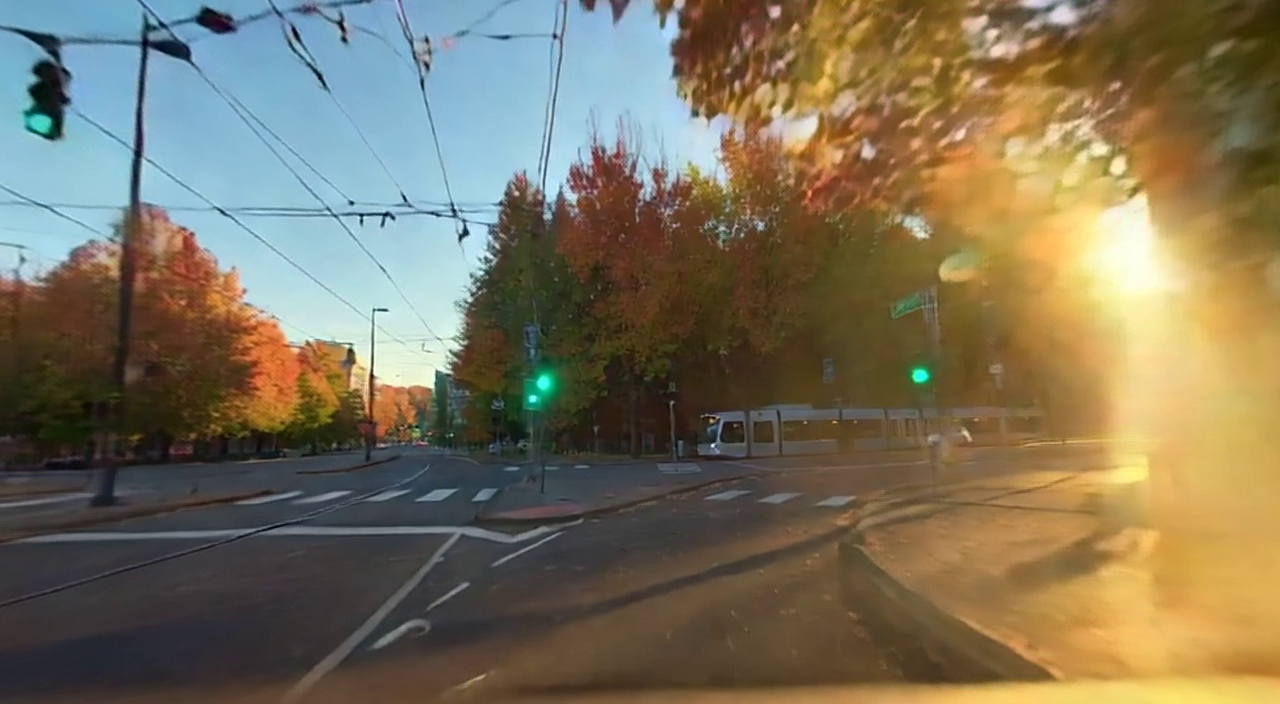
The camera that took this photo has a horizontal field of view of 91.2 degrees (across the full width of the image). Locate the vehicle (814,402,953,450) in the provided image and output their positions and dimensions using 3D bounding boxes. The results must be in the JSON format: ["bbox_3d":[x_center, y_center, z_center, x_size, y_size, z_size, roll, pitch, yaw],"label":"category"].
[{"bbox_3d":[19.156,5.865,49.253,10.440,3.509,2.903,2,-8,-16],"label":"vehicle"}]

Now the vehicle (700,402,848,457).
[{"bbox_3d":[9.857,5.782,46.181,10.391,3.725,2.904,2,-9,-15],"label":"vehicle"}]

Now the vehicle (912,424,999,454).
[{"bbox_3d":[19.690,5.449,39.110,4.687,1.760,2.028,3,-9,-18],"label":"vehicle"}]
